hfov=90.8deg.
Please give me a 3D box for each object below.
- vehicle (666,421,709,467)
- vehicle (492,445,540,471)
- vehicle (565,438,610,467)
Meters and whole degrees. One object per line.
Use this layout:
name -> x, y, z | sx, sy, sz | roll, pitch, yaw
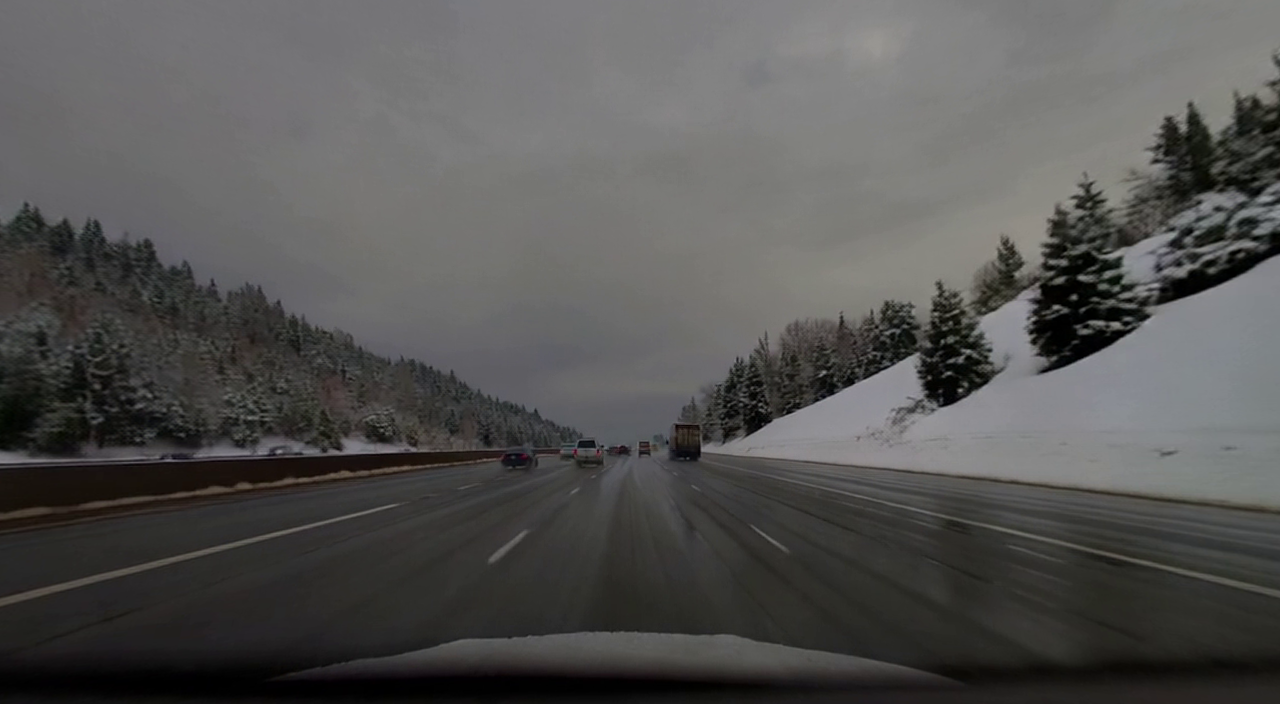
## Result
vehicle -> 3.503, 6.994, 48.181 | 2.795, 3.187, 7.205 | 0, -8, 0
vehicle -> -7.744, 6.650, 39.966 | 2.102, 1.522, 4.394 | 0, -8, 0
vehicle -> -3.798, 7.438, 46.894 | 2.720, 2.041, 5.432 | 0, -8, 1
